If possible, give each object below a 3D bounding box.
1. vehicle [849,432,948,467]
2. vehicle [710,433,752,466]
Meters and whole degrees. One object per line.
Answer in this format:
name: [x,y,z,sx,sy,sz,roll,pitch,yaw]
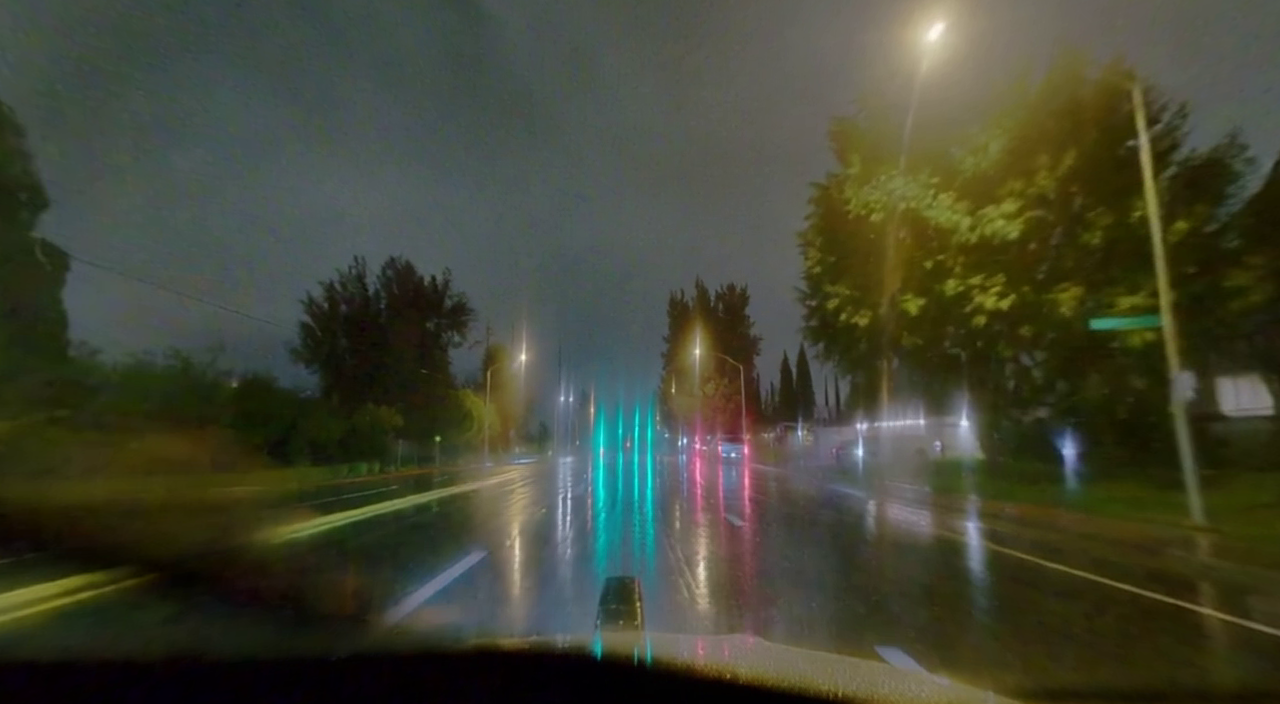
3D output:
vehicle: [14.394,5.450,35.358,4.637,1.842,2.016,0,-9,2]
vehicle: [6.315,6.850,44.595,2.275,2.132,5.726,0,-9,1]
